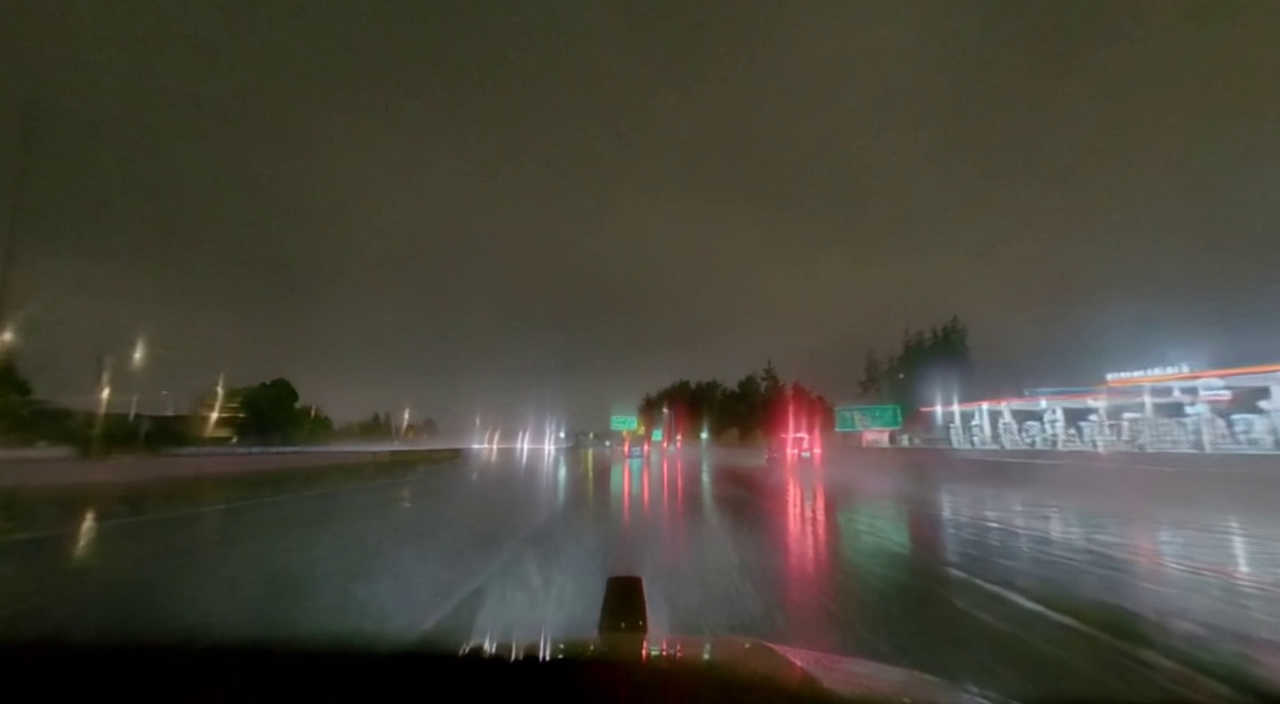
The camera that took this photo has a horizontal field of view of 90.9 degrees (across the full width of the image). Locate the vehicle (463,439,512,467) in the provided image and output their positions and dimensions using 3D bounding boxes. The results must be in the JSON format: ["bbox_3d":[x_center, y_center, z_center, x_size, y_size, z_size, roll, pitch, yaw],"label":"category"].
[{"bbox_3d":[-9.978,6.618,41.556,2.005,1.725,5.137,0,-8,-1],"label":"vehicle"}]

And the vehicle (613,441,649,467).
[{"bbox_3d":[-0.563,6.081,37.843,1.999,1.473,4.351,0,-8,-1],"label":"vehicle"}]

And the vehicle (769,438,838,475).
[{"bbox_3d":[7.084,4.570,27.773,1.867,1.463,4.295,0,-8,-1],"label":"vehicle"}]
